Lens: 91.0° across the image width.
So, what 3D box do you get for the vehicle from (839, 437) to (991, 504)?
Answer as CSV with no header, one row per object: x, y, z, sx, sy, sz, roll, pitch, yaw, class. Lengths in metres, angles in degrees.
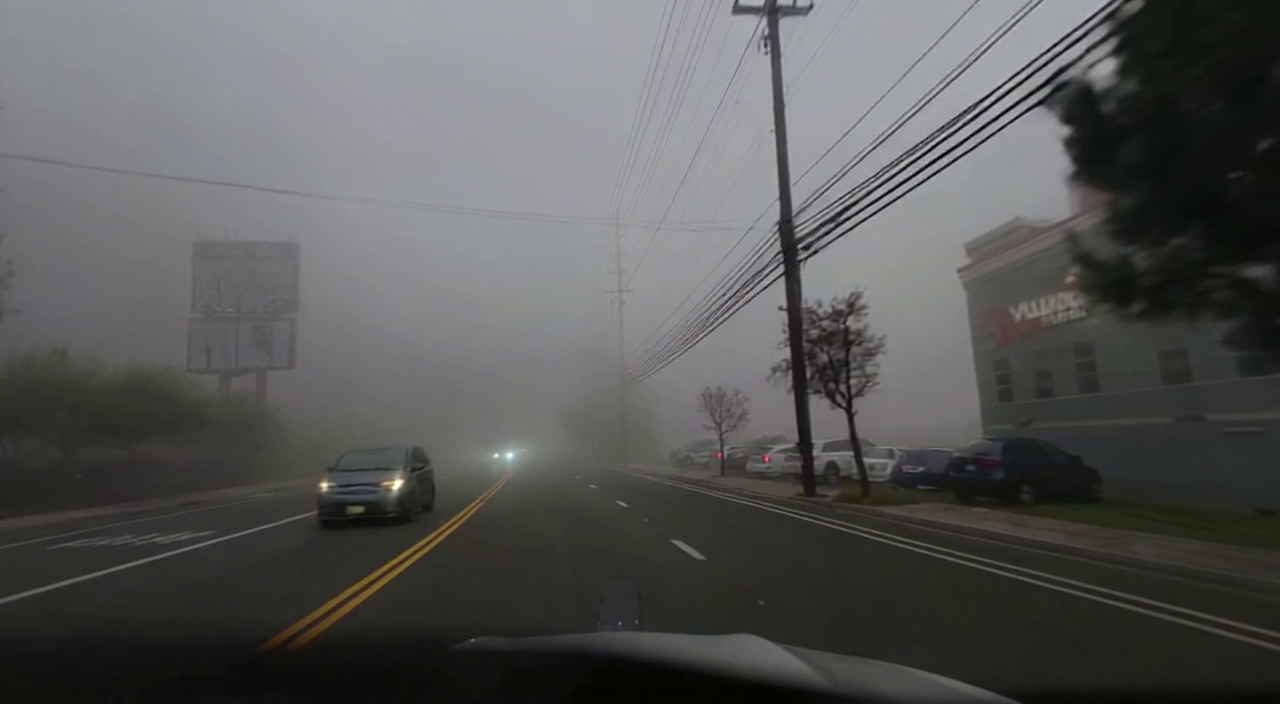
7.603,3.138,17.199,4.502,1.564,2.057,7,-11,-42,vehicle

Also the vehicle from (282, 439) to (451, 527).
-5.507,2.651,13.434,2.122,1.517,4.465,1,-9,-8,vehicle

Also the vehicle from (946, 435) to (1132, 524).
8.644,2.579,13.442,4.853,1.526,2.074,8,-12,-43,vehicle

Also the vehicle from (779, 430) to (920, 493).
7.122,3.585,21.103,5.112,1.832,2.290,8,-12,-43,vehicle
